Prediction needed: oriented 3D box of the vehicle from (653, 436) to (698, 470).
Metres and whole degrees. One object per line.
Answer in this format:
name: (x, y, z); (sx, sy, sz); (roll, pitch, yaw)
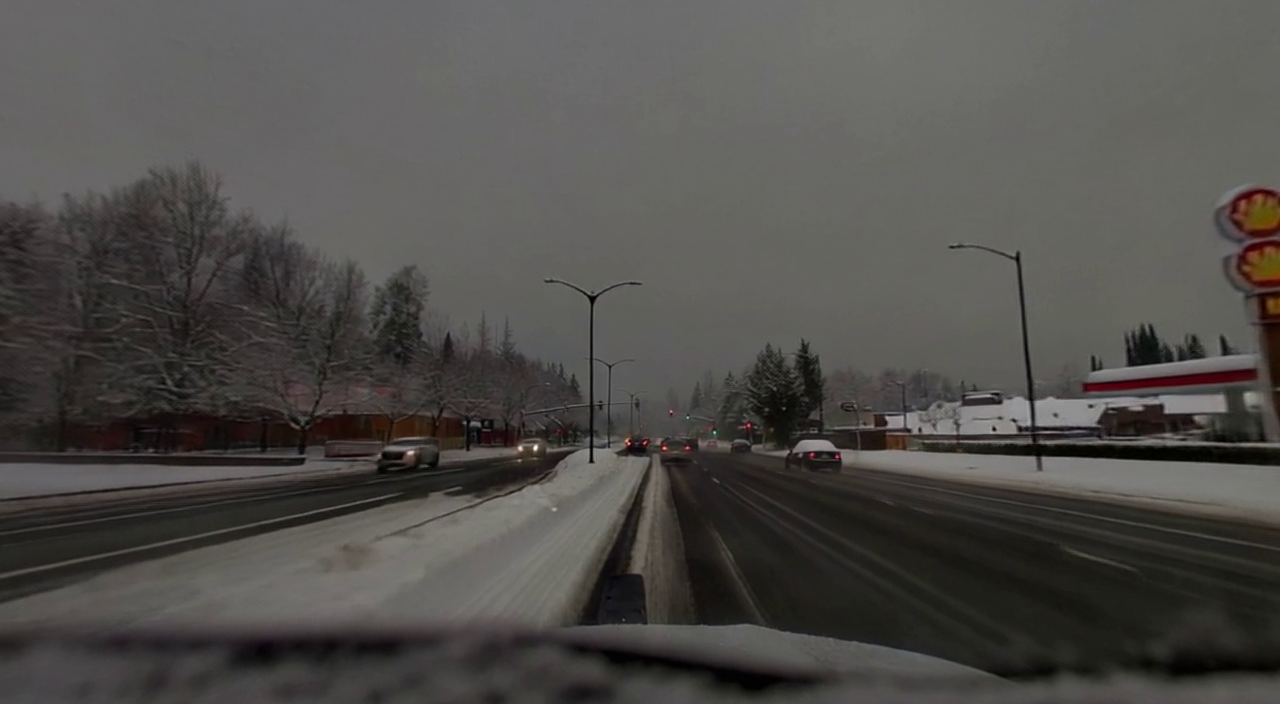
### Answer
vehicle: (1.637, 4.807, 30.103); (1.971, 1.479, 4.493); (0, -8, 1)

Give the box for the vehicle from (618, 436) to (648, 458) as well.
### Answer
vehicle: (-0.578, 7.143, 47.282); (2.074, 1.575, 4.326); (0, -8, -3)

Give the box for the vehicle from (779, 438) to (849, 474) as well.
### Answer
vehicle: (7.795, 4.673, 28.530); (1.918, 1.484, 4.456); (0, -8, 0)

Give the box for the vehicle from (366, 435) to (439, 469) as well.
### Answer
vehicle: (-13.518, 5.716, 36.124); (2.022, 1.787, 5.262); (0, -8, 1)
